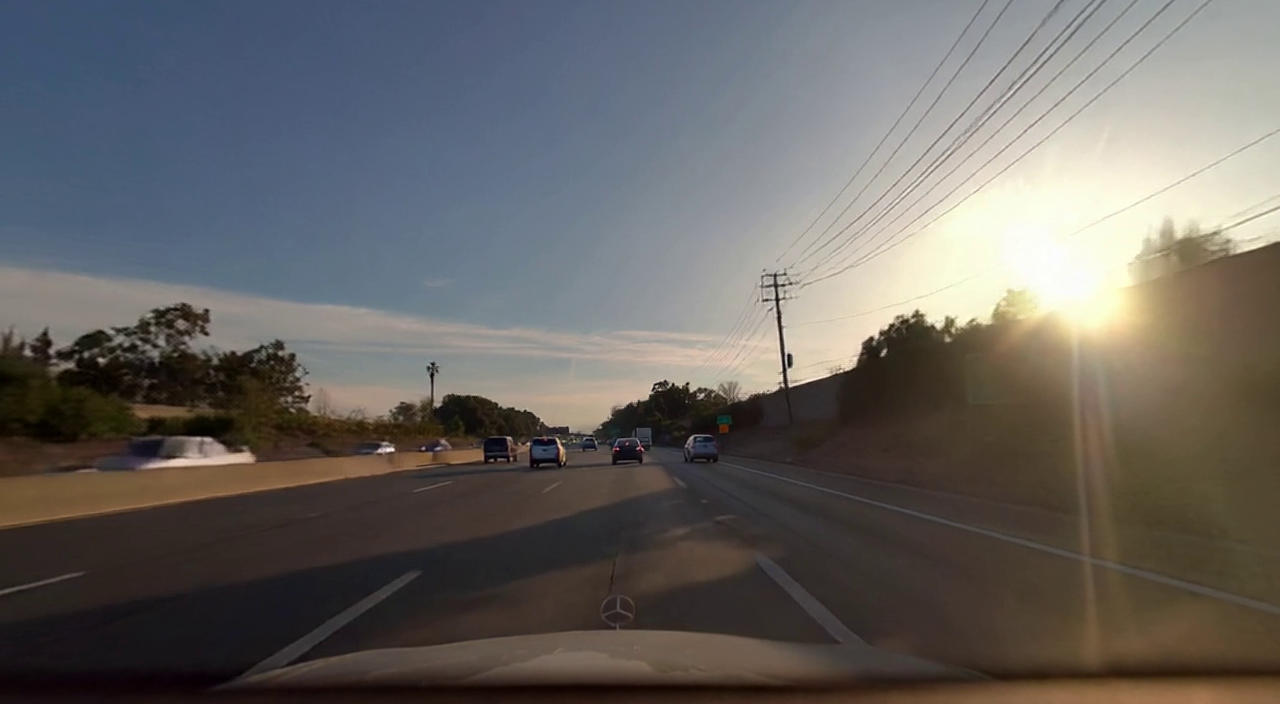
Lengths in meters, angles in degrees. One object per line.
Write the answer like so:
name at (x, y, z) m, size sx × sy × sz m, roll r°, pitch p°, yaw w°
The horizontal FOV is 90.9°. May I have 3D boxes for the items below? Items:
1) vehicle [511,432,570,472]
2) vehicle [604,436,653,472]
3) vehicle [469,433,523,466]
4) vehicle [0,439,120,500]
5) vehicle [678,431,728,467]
vehicle at (-4.383, 4.463, 28.497) m, size 1.901 × 1.601 × 4.610 m, roll 0°, pitch -8°, yaw 0°
vehicle at (-0.512, 4.508, 28.237) m, size 2.086 × 1.488 × 3.440 m, roll 0°, pitch -8°, yaw -1°
vehicle at (-7.708, 5.263, 34.245) m, size 1.980 × 1.678 × 4.255 m, roll 0°, pitch -8°, yaw -1°
vehicle at (-15.989, 2.977, 16.265) m, size 1.724 × 1.404 × 4.047 m, roll 0°, pitch -8°, yaw -1°
vehicle at (3.197, 5.004, 32.748) m, size 1.950 × 1.695 × 4.446 m, roll 0°, pitch -8°, yaw -2°
